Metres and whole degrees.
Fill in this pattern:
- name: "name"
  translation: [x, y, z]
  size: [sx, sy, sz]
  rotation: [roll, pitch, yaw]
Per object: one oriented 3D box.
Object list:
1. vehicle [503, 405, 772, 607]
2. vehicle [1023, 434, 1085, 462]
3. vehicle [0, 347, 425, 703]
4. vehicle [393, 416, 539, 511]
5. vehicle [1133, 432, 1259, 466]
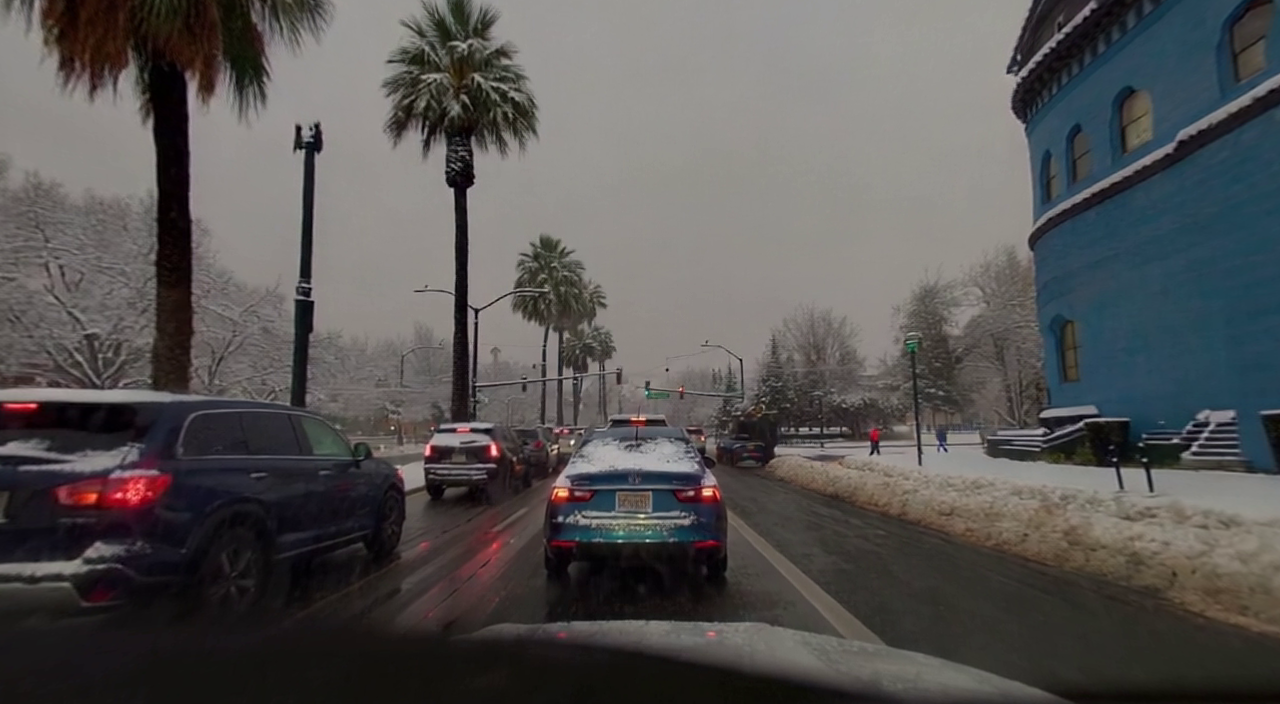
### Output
- name: "vehicle"
  translation: [-0.055, 1.535, 7.185]
  size: [2.114, 1.585, 4.285]
  rotation: [0, -8, -1]
- name: "vehicle"
  translation: [26.222, 6.090, 40.028]
  size: [1.882, 1.672, 3.957]
  rotation: [-2, -9, 12]
- name: "vehicle"
  translation: [-3.535, 1.161, 5.338]
  size: [1.914, 1.741, 4.398]
  rotation: [0, -9, -1]
- name: "vehicle"
  translation: [-3.459, 2.305, 13.383]
  size: [1.840, 1.684, 4.041]
  rotation: [0, -8, 1]
- name: "vehicle"
  translation: [25.457, 4.445, 28.961]
  size: [3.914, 1.427, 1.779]
  rotation: [-2, -8, 5]
